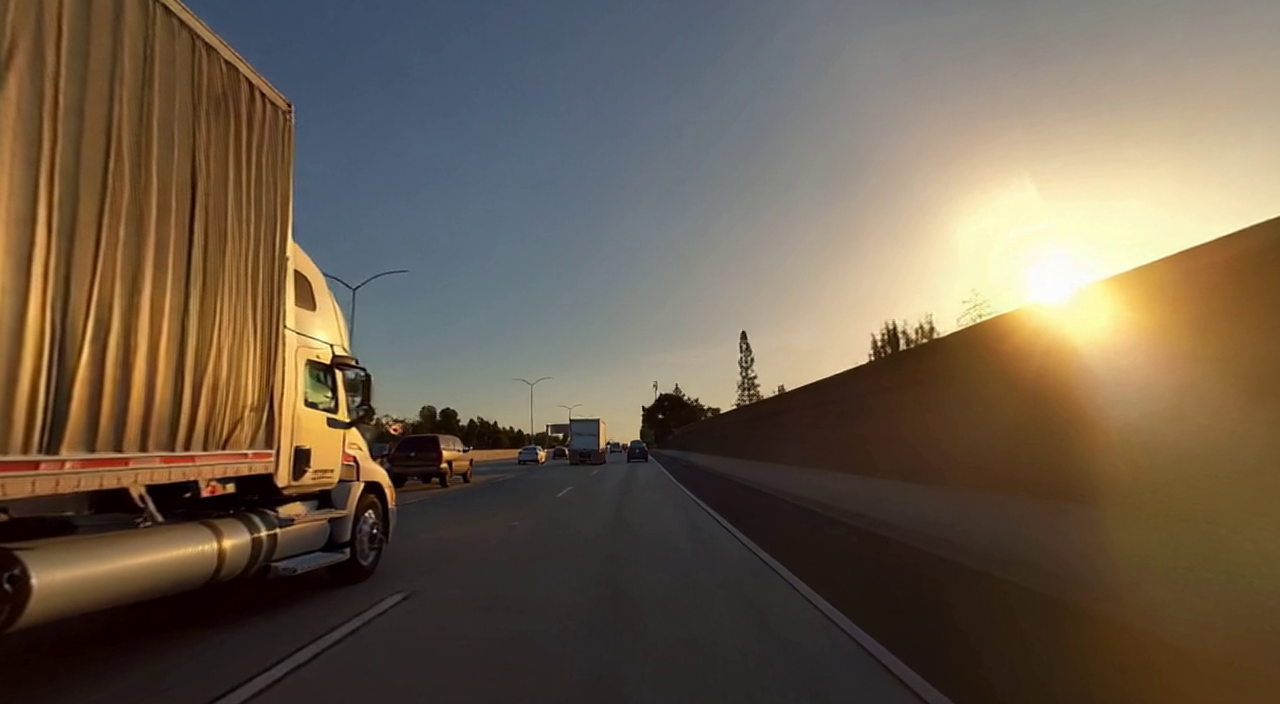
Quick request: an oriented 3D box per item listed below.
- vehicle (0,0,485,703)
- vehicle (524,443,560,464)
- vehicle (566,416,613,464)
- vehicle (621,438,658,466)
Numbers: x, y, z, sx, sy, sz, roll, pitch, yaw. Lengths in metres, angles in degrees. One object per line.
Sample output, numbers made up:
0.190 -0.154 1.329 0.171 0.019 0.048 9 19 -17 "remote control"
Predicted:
-3.792 0.433 4.141 3.025 3.266 9.256 0 -9 1 "vehicle"
-7.295 7.575 47.101 1.962 1.489 4.002 0 -9 1 "vehicle"
-3.753 6.870 48.799 2.956 3.331 9.575 0 -9 -1 "vehicle"
-0.033 6.250 39.443 2.178 1.640 4.071 0 -9 0 "vehicle"
